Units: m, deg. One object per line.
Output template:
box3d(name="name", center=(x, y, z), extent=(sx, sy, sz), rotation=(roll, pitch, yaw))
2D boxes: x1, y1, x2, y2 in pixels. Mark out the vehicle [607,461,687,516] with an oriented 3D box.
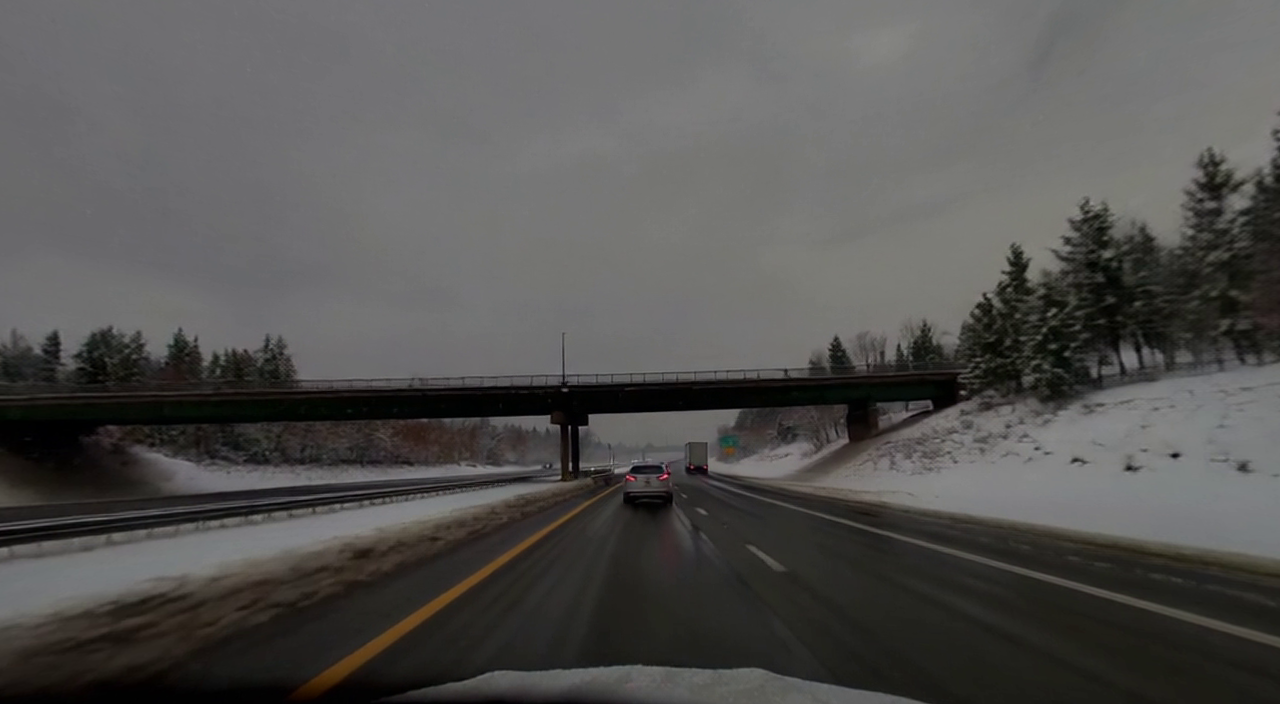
box3d(name="vehicle", center=(0.199, 4.035, 18.868), extent=(2.156, 1.444, 3.762), rotation=(1, -10, 0))
